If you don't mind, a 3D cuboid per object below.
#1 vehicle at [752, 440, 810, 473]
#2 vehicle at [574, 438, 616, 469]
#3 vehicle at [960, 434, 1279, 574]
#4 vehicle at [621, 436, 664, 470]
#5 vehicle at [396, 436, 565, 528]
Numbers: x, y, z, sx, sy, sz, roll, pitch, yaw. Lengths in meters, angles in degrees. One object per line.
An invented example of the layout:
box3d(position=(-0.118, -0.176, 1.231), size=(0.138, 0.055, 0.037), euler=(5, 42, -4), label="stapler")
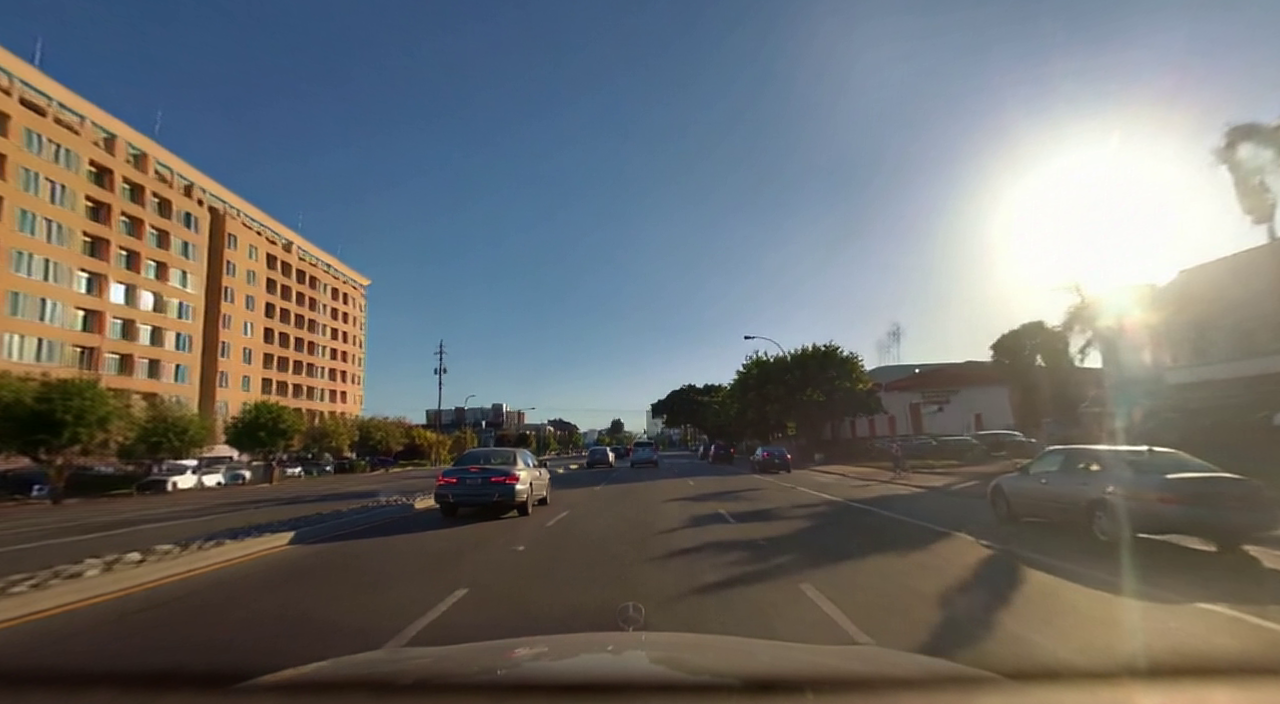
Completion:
box3d(position=(6.748, 5.031, 30.573), size=(1.884, 1.458, 4.245), euler=(-1, -8, 1), label="vehicle")
box3d(position=(-2.747, 6.294, 39.449), size=(2.117, 1.799, 4.442), euler=(-1, -8, 2), label="vehicle")
box3d(position=(6.735, 1.948, 9.038), size=(1.865, 1.458, 4.605), euler=(0, -8, 0), label="vehicle")
box3d(position=(0.188, 5.733, 35.890), size=(2.304, 1.795, 4.526), euler=(-1, -8, 1), label="vehicle")
box3d(position=(-2.875, 2.453, 12.547), size=(2.095, 1.486, 4.411), euler=(-1, -8, 2), label="vehicle")
